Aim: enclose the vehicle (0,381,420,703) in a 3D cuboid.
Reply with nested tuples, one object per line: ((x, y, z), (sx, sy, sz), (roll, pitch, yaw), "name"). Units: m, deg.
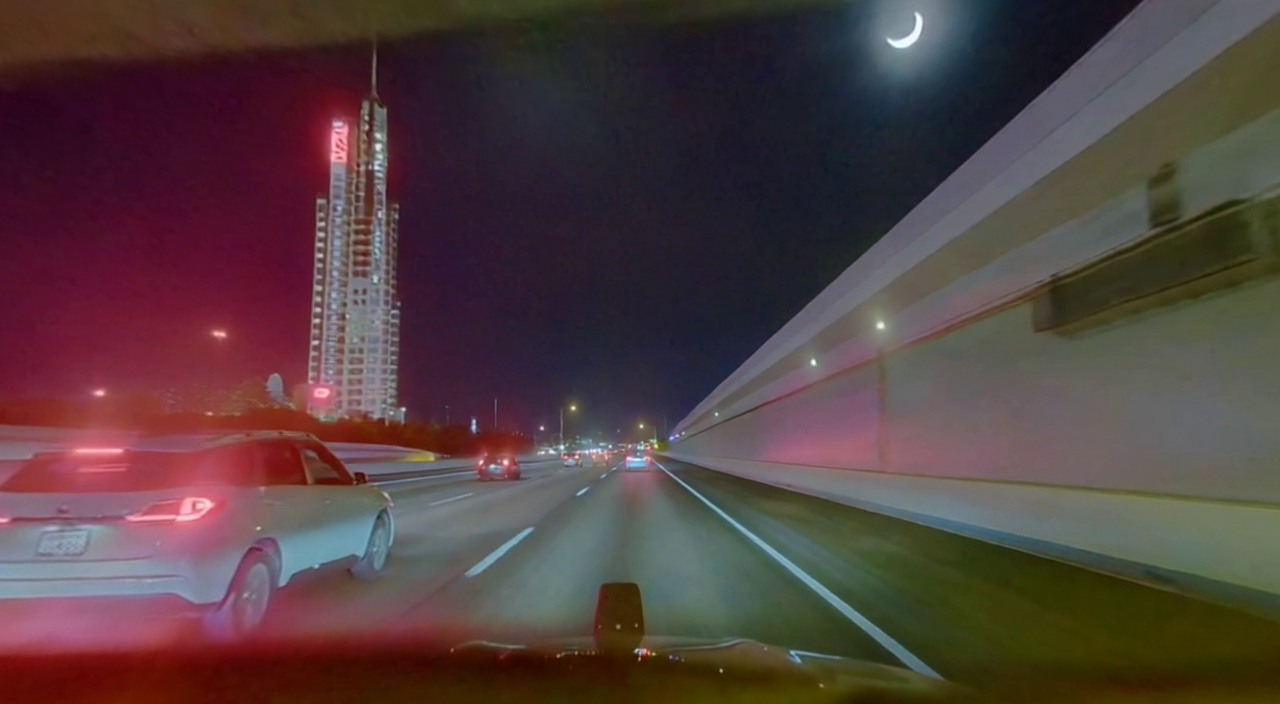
((-3.819, 1.360, 5.550), (2.059, 1.725, 4.521), (0, -9, 1), "vehicle")

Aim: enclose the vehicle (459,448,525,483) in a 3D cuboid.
((-7.159, 5.541, 31.011), (1.998, 1.542, 4.953), (0, -9, 1), "vehicle")
